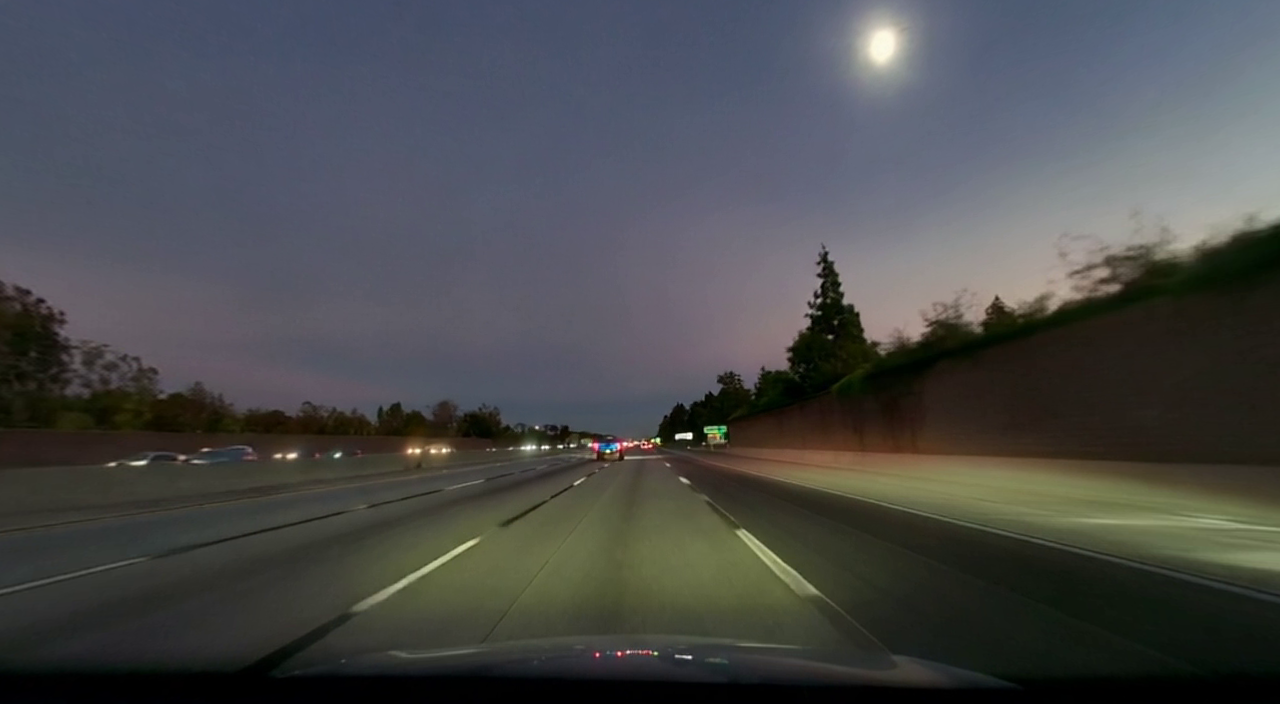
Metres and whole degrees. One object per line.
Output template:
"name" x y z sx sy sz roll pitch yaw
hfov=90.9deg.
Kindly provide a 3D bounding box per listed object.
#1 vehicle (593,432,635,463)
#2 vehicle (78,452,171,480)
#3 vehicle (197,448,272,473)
"vehicle" -1.826 7.079 46.881 2.604 2.170 6.271 0 -8 2
"vehicle" -29.558 6.508 36.311 1.781 1.432 4.227 0 -8 0
"vehicle" -25.568 6.830 39.919 1.839 1.458 4.174 0 -8 1
